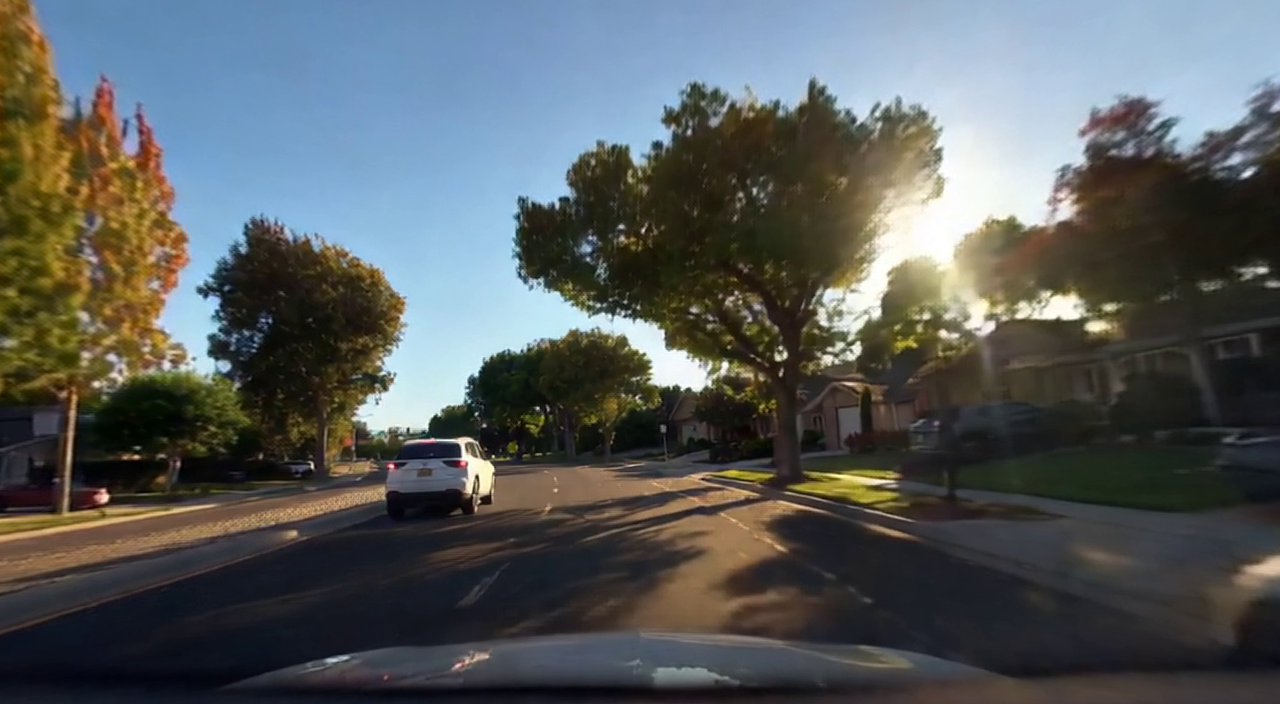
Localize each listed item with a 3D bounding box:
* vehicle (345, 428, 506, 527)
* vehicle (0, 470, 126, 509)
[{"bbox_3d":[-4.376,2.625,13.773,2.175,1.772,4.442,0,-9,-4],"label":"vehicle"},{"bbox_3d":[-23.398,5.483,25.312,3.892,1.323,1.741,0,-7,-7],"label":"vehicle"}]
